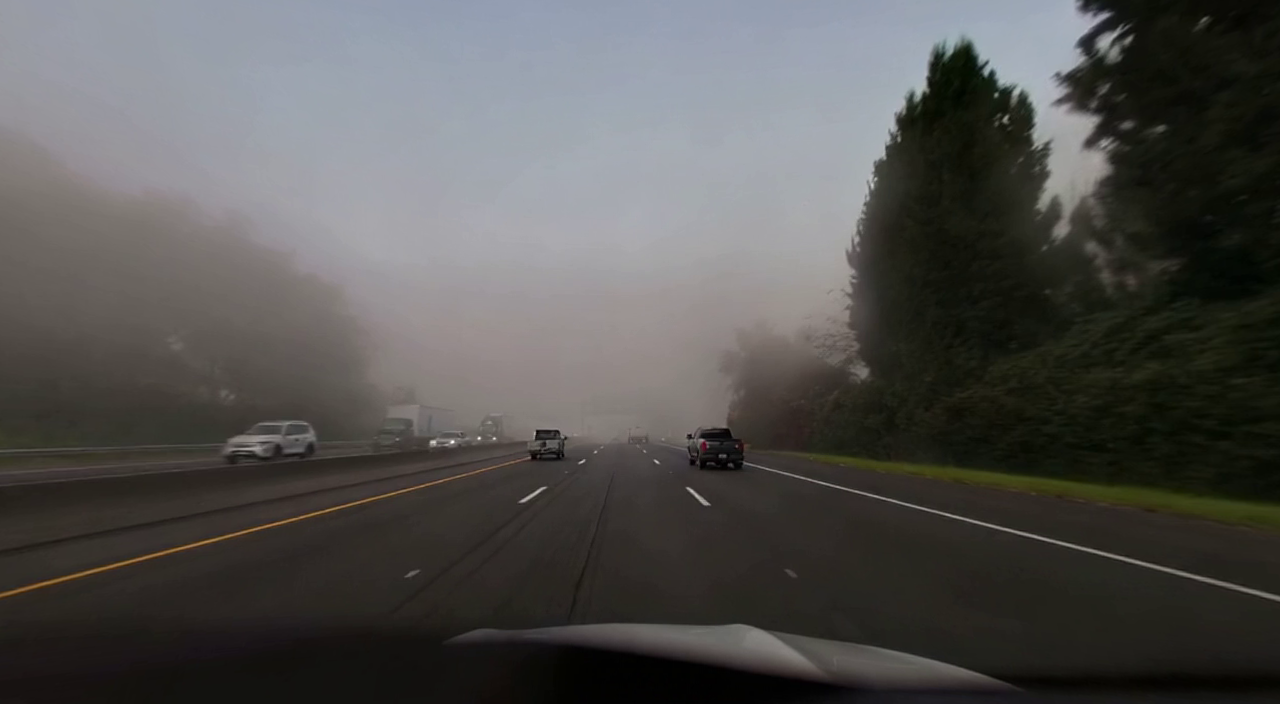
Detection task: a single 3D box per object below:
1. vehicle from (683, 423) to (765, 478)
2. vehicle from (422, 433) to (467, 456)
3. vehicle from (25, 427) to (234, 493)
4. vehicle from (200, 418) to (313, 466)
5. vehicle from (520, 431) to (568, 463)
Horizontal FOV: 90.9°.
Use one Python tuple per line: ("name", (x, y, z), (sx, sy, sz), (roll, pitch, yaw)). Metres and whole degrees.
("vehicle", (2.689, 3.265, 21.213), (2.022, 1.637, 4.229), (0, -8, -3))
("vehicle", (-12.958, 6.120, 41.946), (1.809, 1.454, 4.209), (0, -8, -2))
("vehicle", (-12.876, 2.724, 16.351), (1.858, 1.475, 4.355), (0, -8, -1))
("vehicle", (-17.097, 4.050, 28.445), (2.151, 1.970, 4.758), (0, -8, -2))
("vehicle", (-4.964, 4.958, 33.102), (1.996, 1.518, 4.229), (0, -8, -2))
